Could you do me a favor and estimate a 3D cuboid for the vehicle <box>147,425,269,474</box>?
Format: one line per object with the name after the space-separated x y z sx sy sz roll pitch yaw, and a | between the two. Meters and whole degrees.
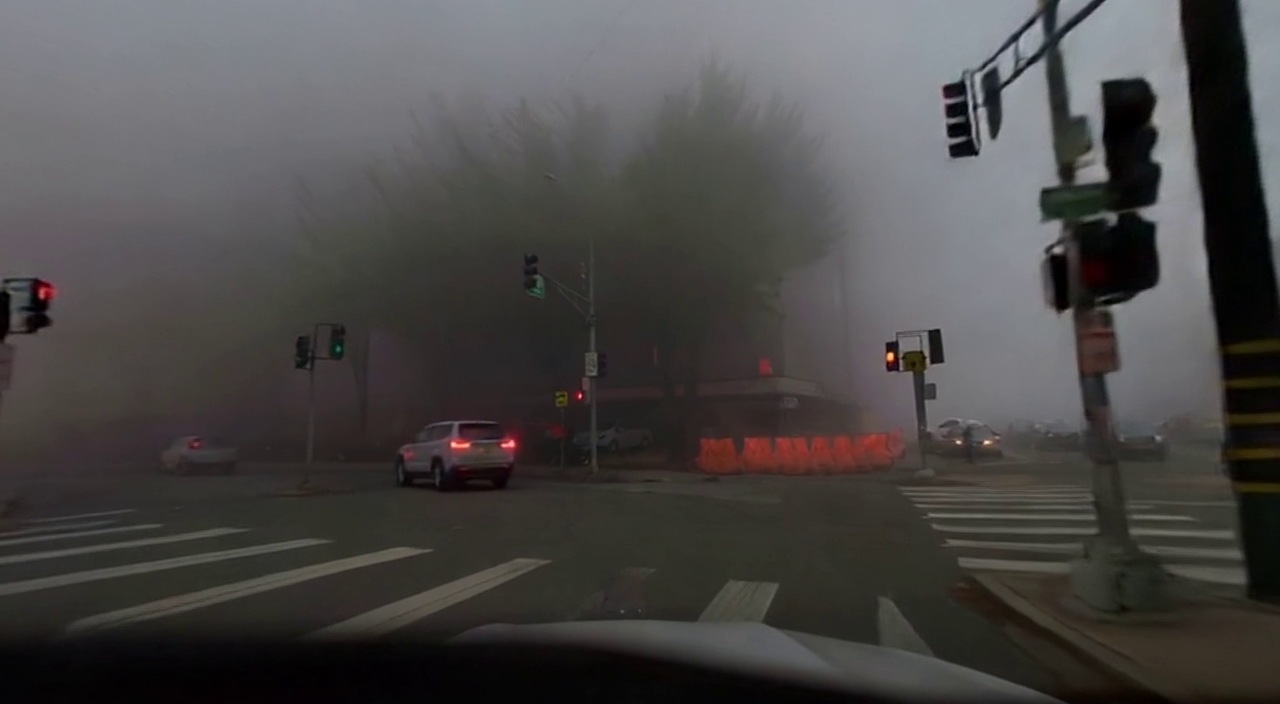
-18.656 4.187 27.205 5.548 1.911 2.206 -5 -10 32 | vehicle

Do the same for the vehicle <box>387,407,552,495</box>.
-4.533 2.499 16.208 2.256 1.859 5.118 6 -10 -37 | vehicle

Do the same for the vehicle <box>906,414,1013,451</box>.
15.373 3.929 30.580 4.382 1.688 1.937 -4 -9 26 | vehicle

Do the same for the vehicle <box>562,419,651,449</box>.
-2.088 5.070 39.004 5.080 1.766 2.272 -5 -8 31 | vehicle

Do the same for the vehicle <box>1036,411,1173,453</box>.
20.334 3.569 27.941 4.550 1.704 1.922 -5 -9 28 | vehicle
